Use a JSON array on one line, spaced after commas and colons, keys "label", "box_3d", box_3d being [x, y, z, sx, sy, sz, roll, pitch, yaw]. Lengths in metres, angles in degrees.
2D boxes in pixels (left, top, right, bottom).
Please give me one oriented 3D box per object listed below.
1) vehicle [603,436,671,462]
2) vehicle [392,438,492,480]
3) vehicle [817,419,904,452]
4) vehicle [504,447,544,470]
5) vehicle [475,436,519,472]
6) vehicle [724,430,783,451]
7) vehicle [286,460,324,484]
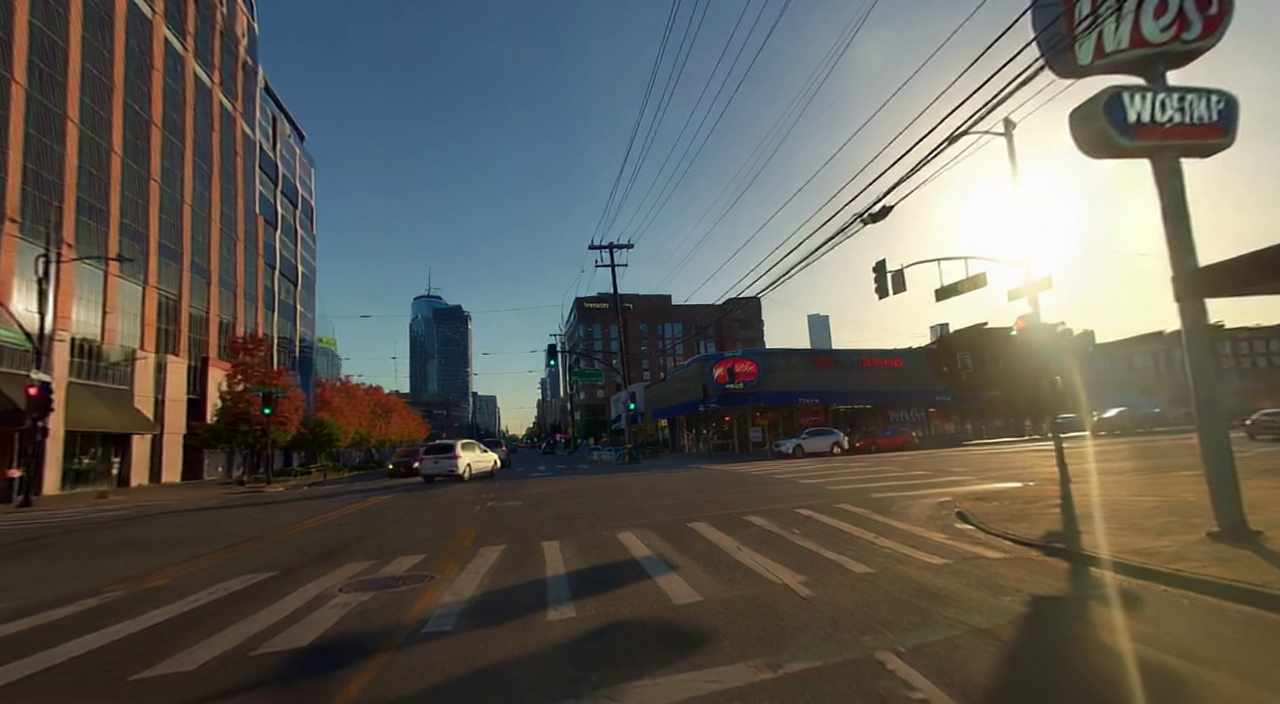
[{"label": "vehicle", "box_3d": [-0.247, 6.939, 45.289, 4.506, 1.733, 1.857, 2, -9, -15]}, {"label": "vehicle", "box_3d": [-8.094, 4.433, 26.325, 2.166, 1.579, 4.300, -2, -9, 11]}, {"label": "vehicle", "box_3d": [12.426, 4.729, 35.571, 4.474, 1.788, 2.039, 4, -10, -29]}, {"label": "vehicle", "box_3d": [-9.078, 8.262, 49.273, 1.968, 1.675, 4.177, 4, -10, -26]}, {"label": "vehicle", "box_3d": [-7.603, 5.418, 33.843, 2.105, 1.761, 4.292, 1, -9, -10]}, {"label": "vehicle", "box_3d": [7.795, 6.134, 43.625, 1.866, 1.430, 3.901, 5, -10, -31]}, {"label": "vehicle", "box_3d": [-23.312, 8.286, 43.890, 1.944, 1.520, 4.512, 6, -11, -30]}]
